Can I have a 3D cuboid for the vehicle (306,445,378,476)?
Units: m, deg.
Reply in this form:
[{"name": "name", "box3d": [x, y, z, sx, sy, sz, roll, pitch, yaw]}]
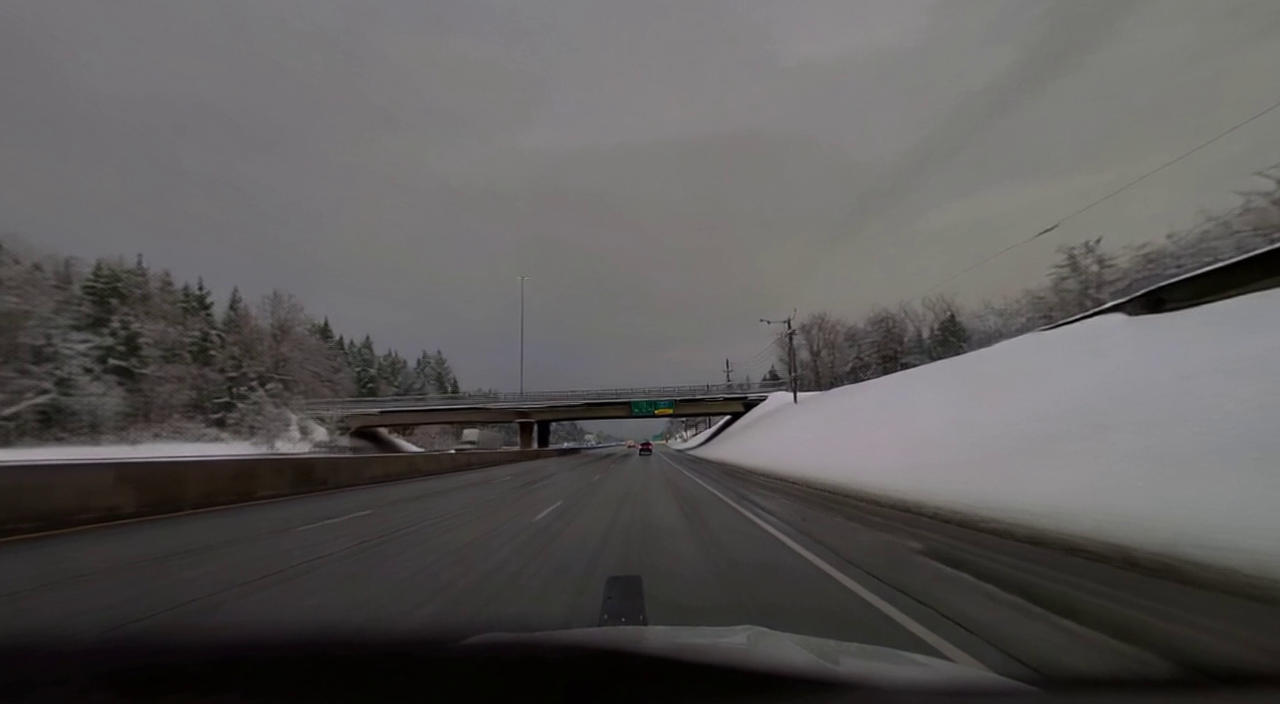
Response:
[{"name": "vehicle", "box3d": [-16.262, 5.921, 34.632, 1.909, 1.562, 4.163, -1, -9, 0]}]
